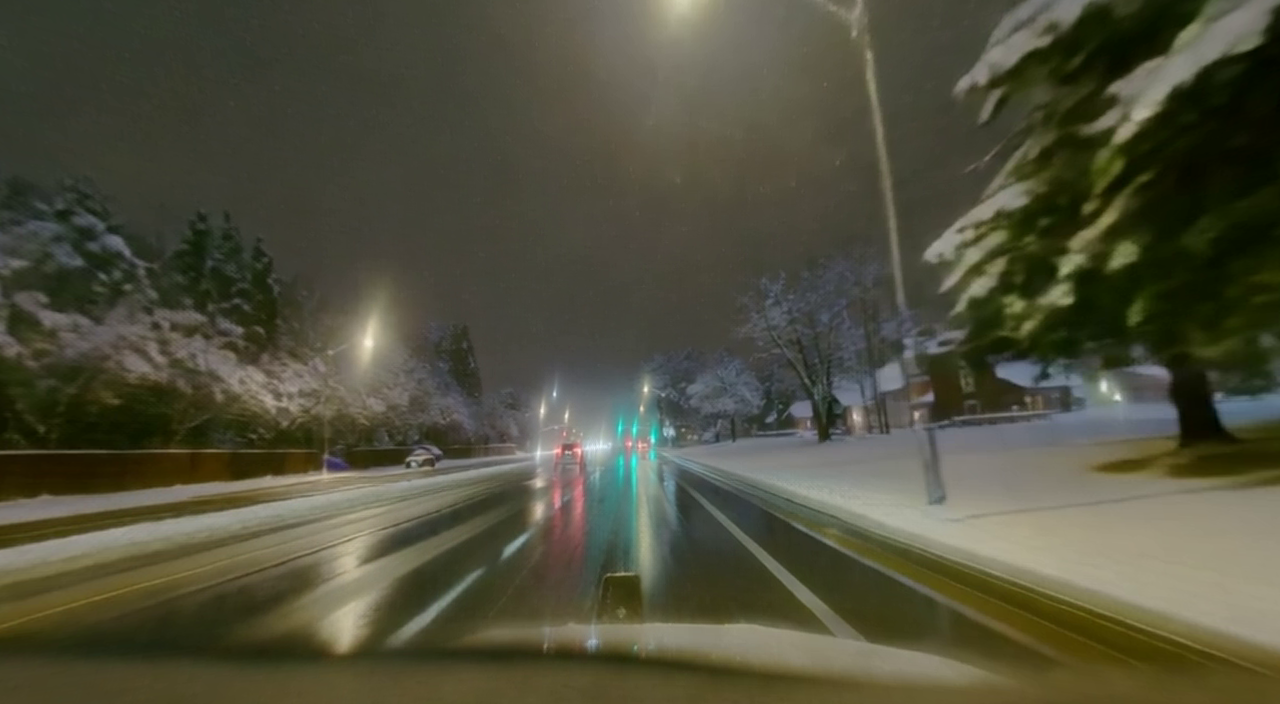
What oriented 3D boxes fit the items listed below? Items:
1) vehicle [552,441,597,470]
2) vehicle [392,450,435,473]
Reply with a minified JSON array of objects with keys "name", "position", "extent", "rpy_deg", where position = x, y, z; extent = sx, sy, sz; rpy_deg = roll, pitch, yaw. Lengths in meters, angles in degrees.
[{"name":"vehicle","position":[-3.502,5.639,34.554],"extent":[1.992,1.447,4.044],"rpy_deg":[0,-8,0]},{"name":"vehicle","position":[-17.777,8.601,49.793],"extent":[1.900,1.474,4.431],"rpy_deg":[-4,-7,-2]}]
